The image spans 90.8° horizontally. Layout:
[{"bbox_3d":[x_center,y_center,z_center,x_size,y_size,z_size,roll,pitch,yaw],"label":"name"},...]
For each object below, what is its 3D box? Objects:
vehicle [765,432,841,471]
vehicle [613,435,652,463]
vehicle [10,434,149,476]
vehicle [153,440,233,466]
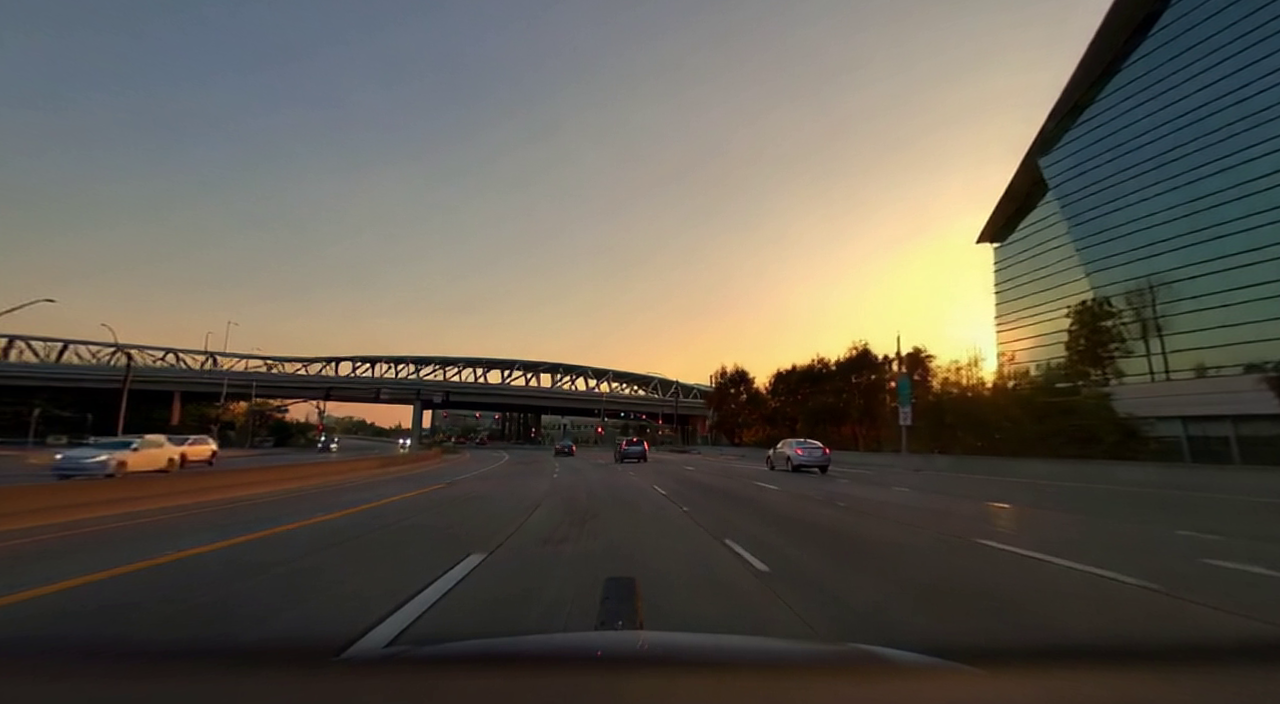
[{"bbox_3d":[7.886,4.886,31.174,2.130,1.741,4.665,1,-8,-5],"label":"vehicle"},{"bbox_3d":[-0.547,6.406,41.794,2.024,1.724,3.928,1,-9,-10],"label":"vehicle"},{"bbox_3d":[-22.142,4.070,25.236,1.910,1.510,4.324,1,-8,-6],"label":"vehicle"},{"bbox_3d":[-26.918,6.058,38.227,1.882,1.453,4.577,1,-8,-6],"label":"vehicle"}]
